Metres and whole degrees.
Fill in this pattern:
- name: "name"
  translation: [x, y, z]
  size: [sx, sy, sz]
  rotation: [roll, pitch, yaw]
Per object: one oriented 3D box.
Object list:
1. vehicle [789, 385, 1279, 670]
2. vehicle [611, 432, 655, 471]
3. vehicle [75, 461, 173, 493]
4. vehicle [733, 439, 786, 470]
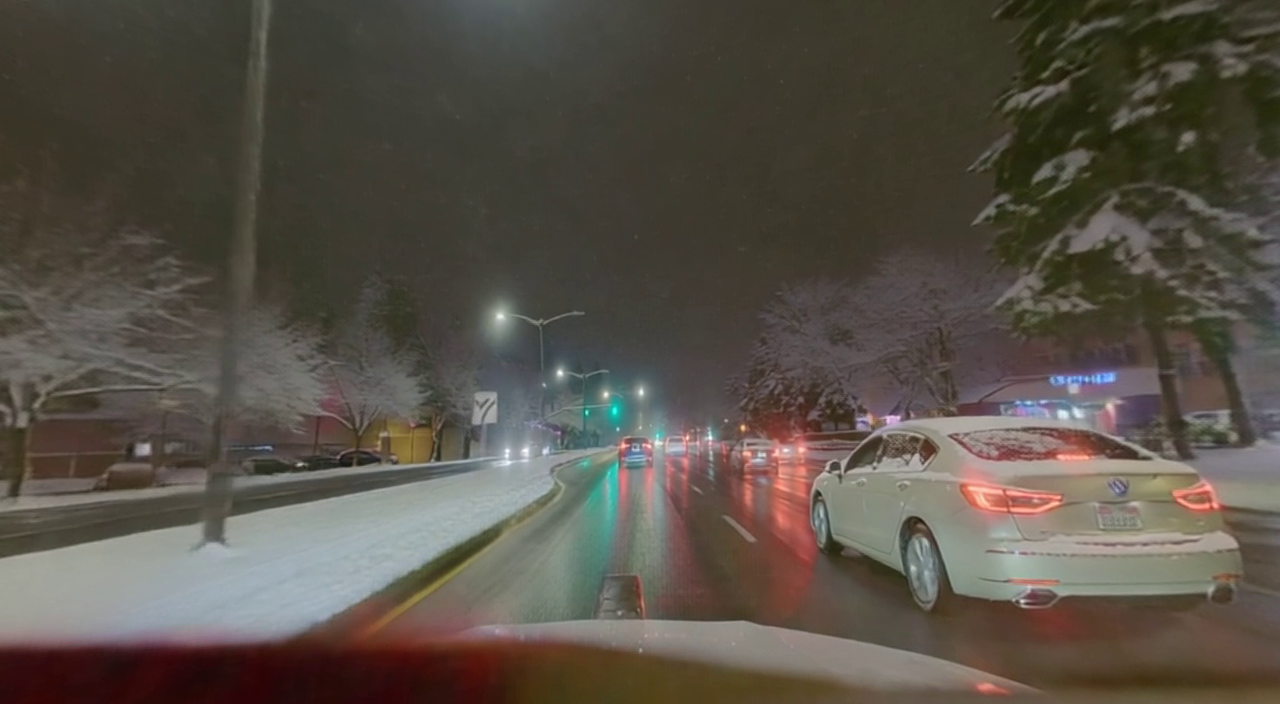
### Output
- name: "vehicle"
  translation: [3.050, 1.351, 6.010]
  size: [2.153, 1.658, 4.485]
  rotation: [0, -8, 0]
- name: "vehicle"
  translation: [-0.335, 5.003, 31.921]
  size: [2.106, 1.798, 4.168]
  rotation: [0, -8, 0]
- name: "vehicle"
  translation: [-30.056, 7.253, 36.884]
  size: [4.040, 1.444, 1.905]
  rotation: [-4, -8, -1]
- name: "vehicle"
  translation: [5.915, 5.123, 31.700]
  size: [1.883, 1.452, 4.258]
  rotation: [0, -8, 1]
